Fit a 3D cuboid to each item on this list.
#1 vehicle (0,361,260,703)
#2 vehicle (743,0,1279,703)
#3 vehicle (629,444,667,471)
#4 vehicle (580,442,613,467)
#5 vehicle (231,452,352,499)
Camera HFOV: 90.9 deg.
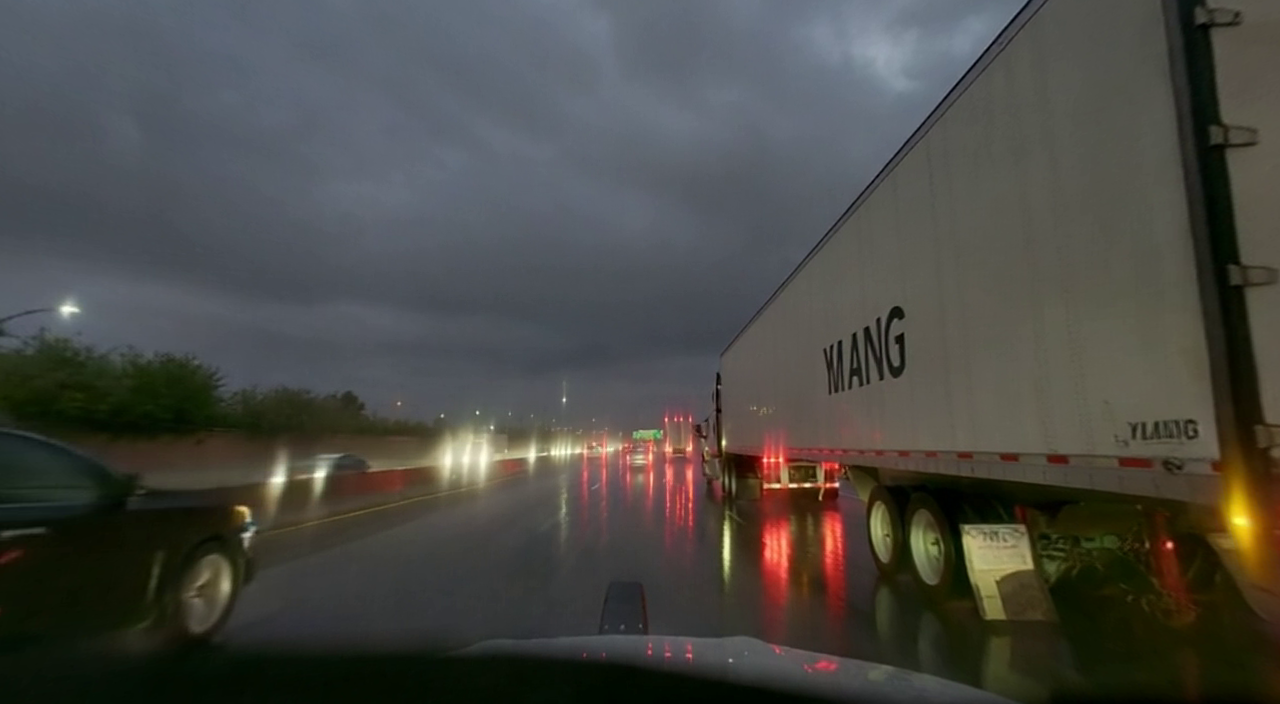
[{"bbox_3d":[-3.830,0.803,2.000,2.091,1.722,4.974,-1,-9,1],"label":"vehicle"},{"bbox_3d":[3.902,0.509,8.767,2.821,4.077,12.562,0,-9,0],"label":"vehicle"},{"bbox_3d":[0.449,6.099,36.587,2.063,1.469,4.208,0,-9,0],"label":"vehicle"},{"bbox_3d":[-3.125,7.436,46.074,2.058,1.711,4.226,-1,-9,1],"label":"vehicle"},{"bbox_3d":[-12.158,4.296,22.367,1.763,1.453,4.339,-1,-9,1],"label":"vehicle"}]
